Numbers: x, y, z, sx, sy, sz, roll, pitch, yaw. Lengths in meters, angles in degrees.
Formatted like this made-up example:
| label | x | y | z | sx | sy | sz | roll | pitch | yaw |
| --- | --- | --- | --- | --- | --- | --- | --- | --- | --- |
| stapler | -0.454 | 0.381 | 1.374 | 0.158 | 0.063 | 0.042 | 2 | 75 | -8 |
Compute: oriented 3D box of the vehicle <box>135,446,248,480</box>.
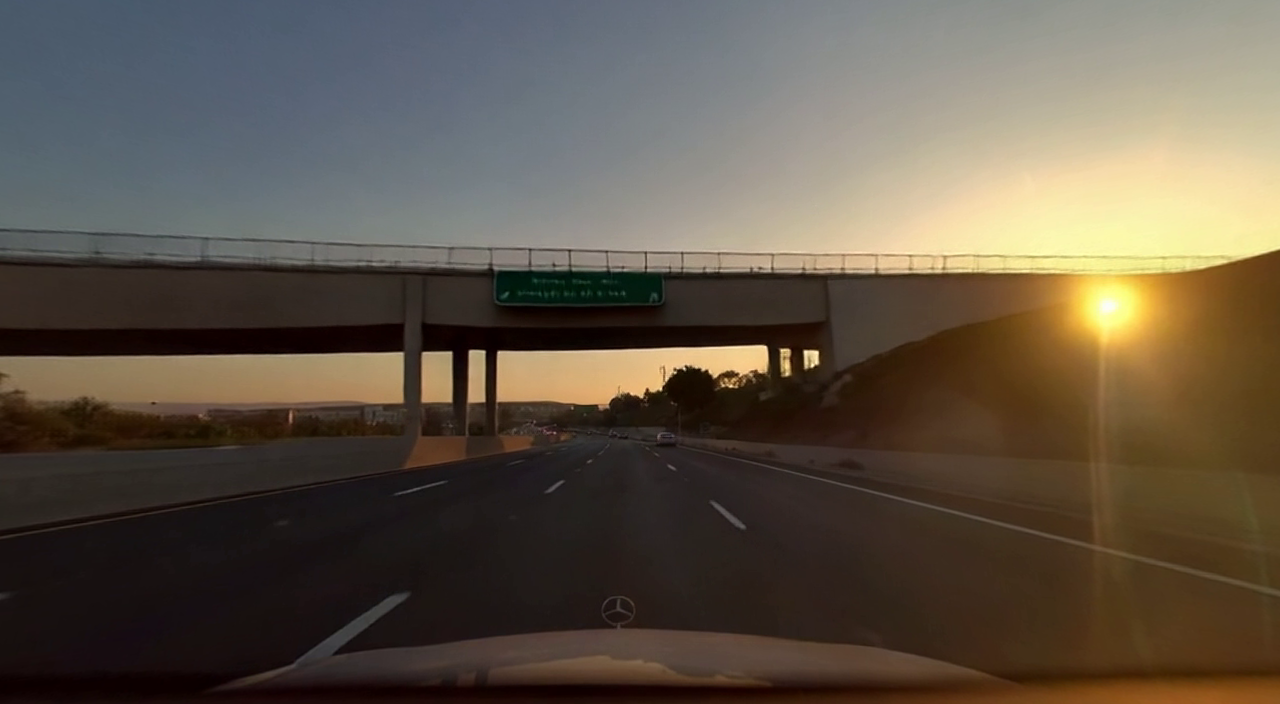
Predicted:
| label | x | y | z | sx | sy | sz | roll | pitch | yaw |
| --- | --- | --- | --- | --- | --- | --- | --- | --- | --- |
| vehicle | -23.221 | 5.738 | 32.864 | 2.297 | 1.572 | 4.953 | -1 | -8 | -1 |
